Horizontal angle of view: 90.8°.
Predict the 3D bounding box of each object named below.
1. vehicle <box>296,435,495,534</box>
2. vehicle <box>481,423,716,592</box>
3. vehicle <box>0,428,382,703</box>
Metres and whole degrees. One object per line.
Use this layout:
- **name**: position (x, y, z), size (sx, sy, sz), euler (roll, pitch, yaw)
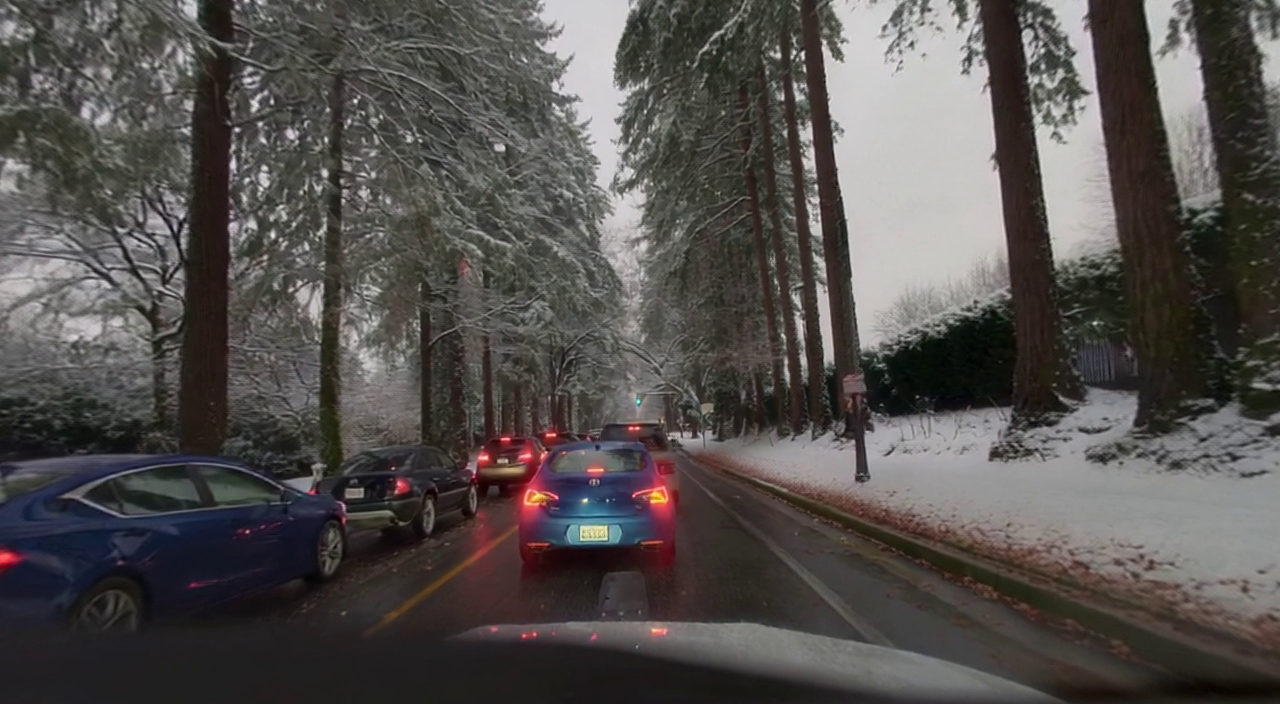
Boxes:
- **vehicle**: position (-4.256, 2.356, 11.914), size (1.898, 1.503, 4.453), euler (0, -9, 1)
- **vehicle**: position (-0.416, 1.719, 7.847), size (2.127, 1.517, 4.090), euler (0, -9, -1)
- **vehicle**: position (-3.813, 1.358, 4.916), size (1.784, 1.408, 4.141), euler (0, -8, 1)
